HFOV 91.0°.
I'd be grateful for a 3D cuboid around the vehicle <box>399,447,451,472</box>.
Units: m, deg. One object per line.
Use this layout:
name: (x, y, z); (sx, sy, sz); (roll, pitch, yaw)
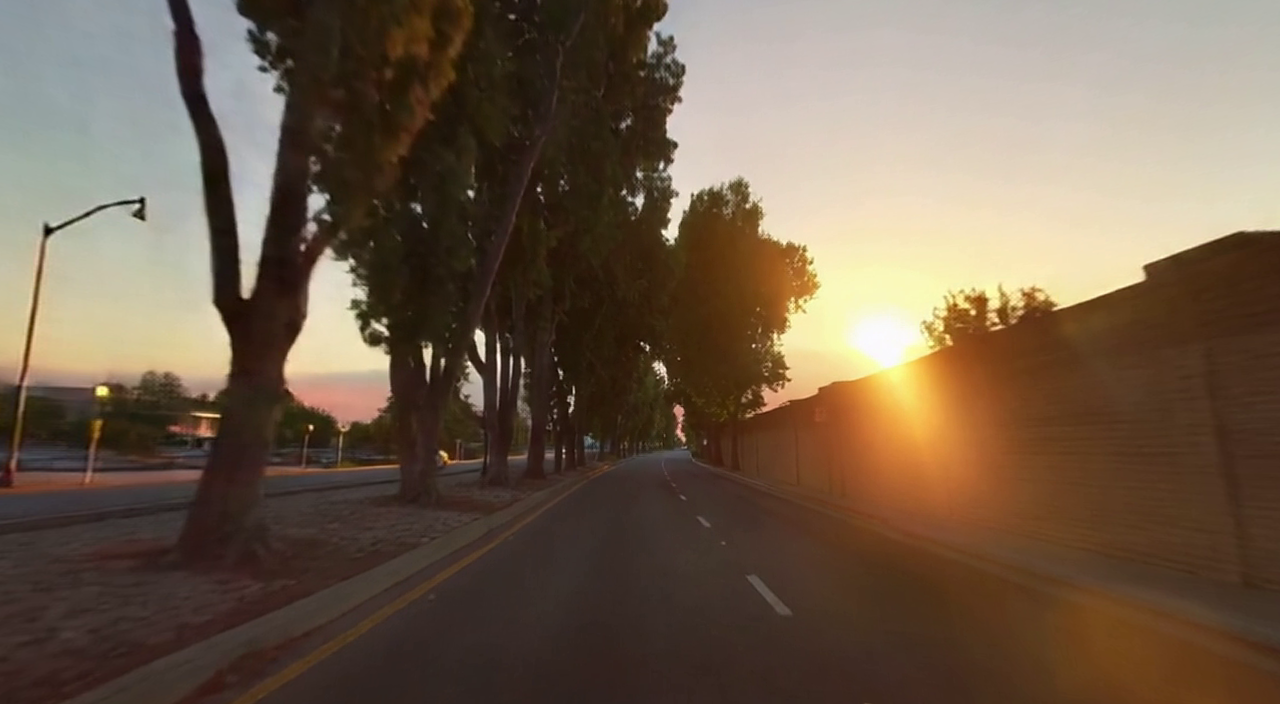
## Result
vehicle: (-14.866, 7.434, 43.835); (1.995, 1.630, 4.533); (0, -9, 0)
